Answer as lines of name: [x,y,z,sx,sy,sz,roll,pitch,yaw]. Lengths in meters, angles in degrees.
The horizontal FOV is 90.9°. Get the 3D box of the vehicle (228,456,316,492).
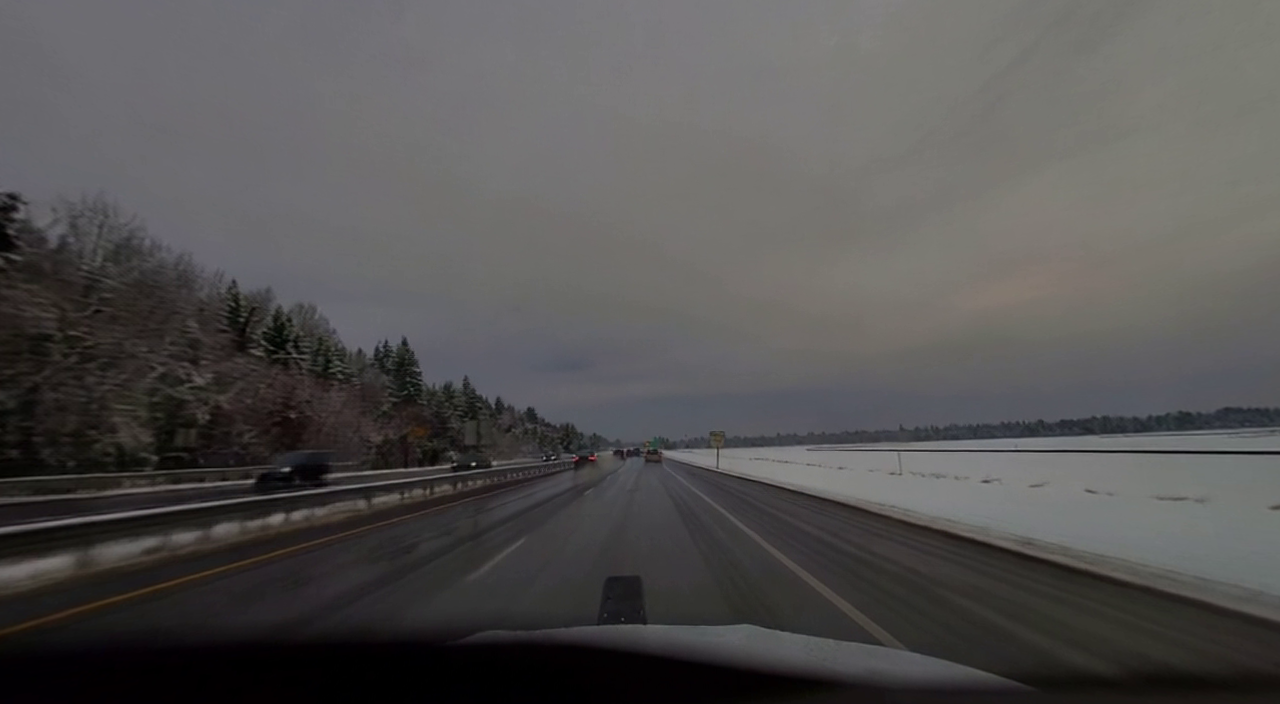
vehicle: [-16.776,5.549,28.956,1.803,1.514,3.656,-1,-9,1]

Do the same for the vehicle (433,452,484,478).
vehicle: [-12.220,7.616,42.719,2.005,1.555,4.819,-1,-9,0]

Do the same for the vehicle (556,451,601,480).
vehicle: [-3.312,6.180,34.519,1.970,1.483,4.097,-1,-9,1]
